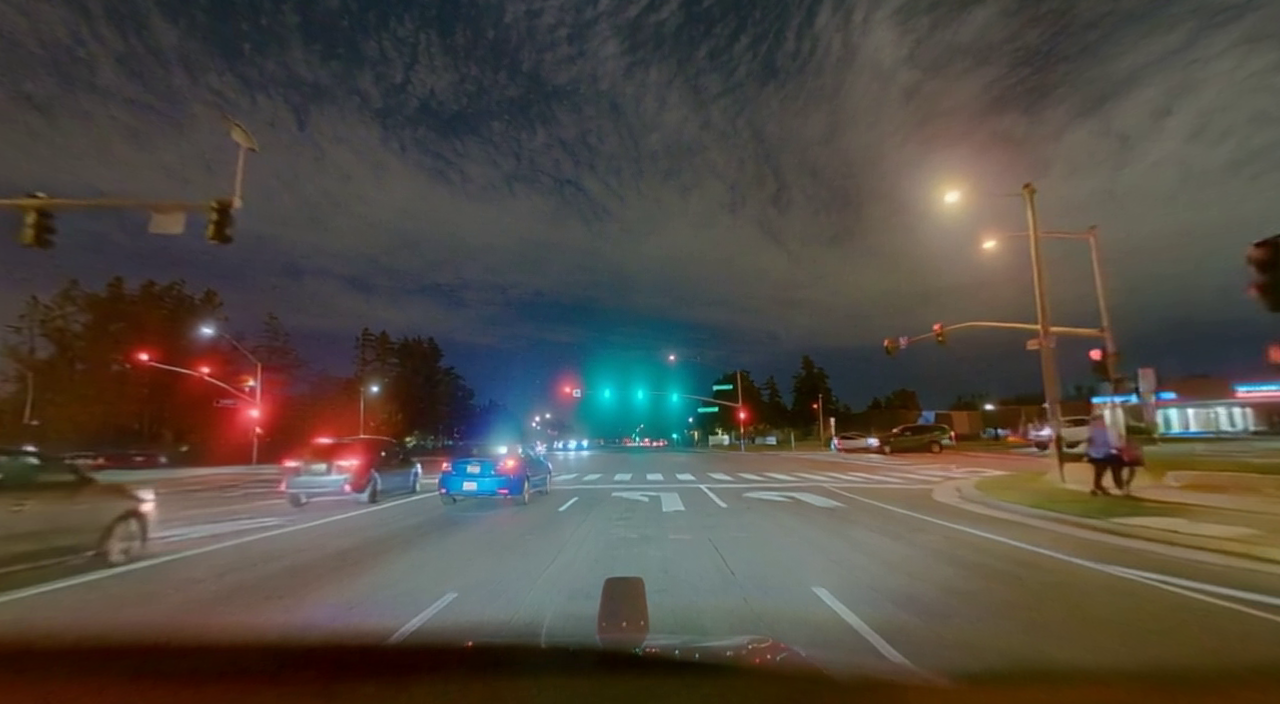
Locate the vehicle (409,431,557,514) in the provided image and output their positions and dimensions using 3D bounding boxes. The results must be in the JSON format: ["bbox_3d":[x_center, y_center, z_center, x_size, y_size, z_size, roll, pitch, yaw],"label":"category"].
[{"bbox_3d":[-3.122,2.505,13.577,1.924,1.480,4.421,0,-9,2],"label":"vehicle"}]

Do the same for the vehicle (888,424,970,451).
[{"bbox_3d":[20.559,6.106,44.940,4.707,1.817,2.198,0,-10,-3],"label":"vehicle"}]

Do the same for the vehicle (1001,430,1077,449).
[{"bbox_3d":[30.639,6.730,48.407,4.627,1.359,1.834,0,-9,-3],"label":"vehicle"}]

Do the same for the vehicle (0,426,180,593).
[{"bbox_3d":[-6.847,1.388,5.430,2.133,1.485,4.681,0,-9,1],"label":"vehicle"}]

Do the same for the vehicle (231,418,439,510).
[{"bbox_3d":[-6.702,2.556,14.788,2.099,1.713,5.402,1,-9,1],"label":"vehicle"}]
